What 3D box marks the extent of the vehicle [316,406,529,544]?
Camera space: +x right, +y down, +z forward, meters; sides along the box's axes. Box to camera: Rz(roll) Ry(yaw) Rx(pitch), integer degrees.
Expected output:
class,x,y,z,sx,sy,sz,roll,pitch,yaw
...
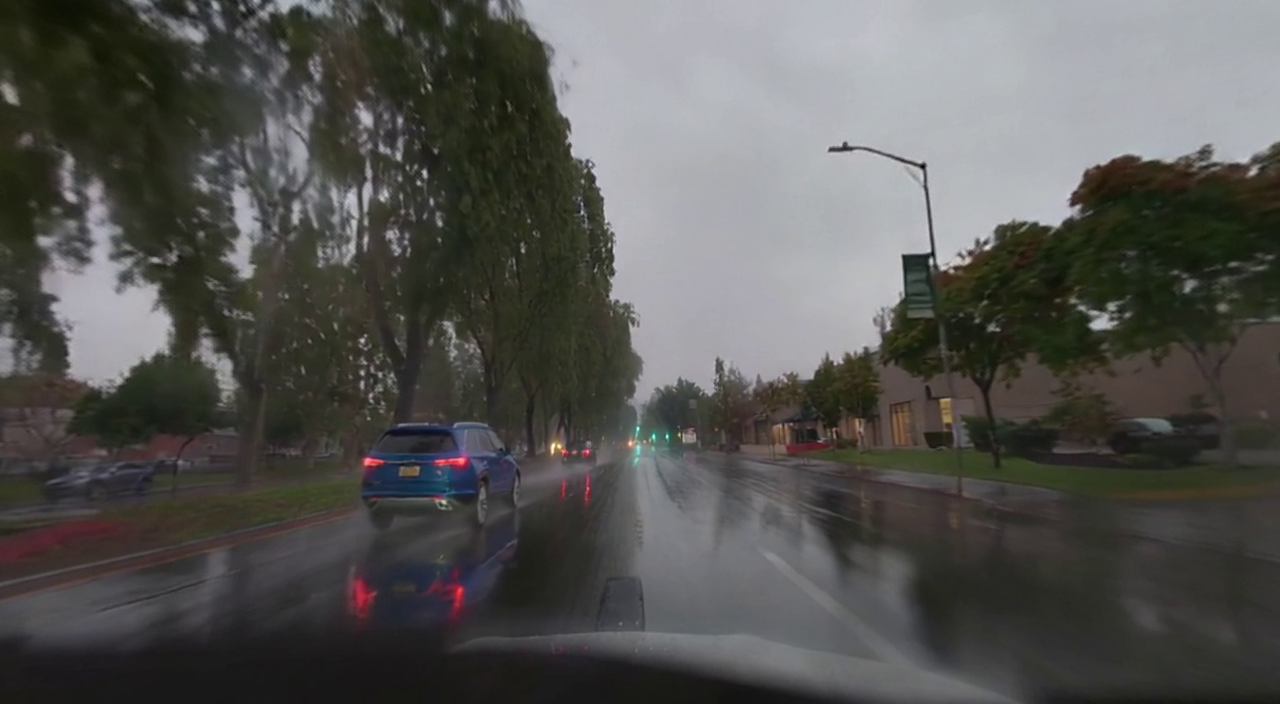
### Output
class,x,y,z,sx,sy,sz,roll,pitch,yaw
vehicle,-3.267,1.944,10.629,2.042,1.817,4.364,0,-8,0

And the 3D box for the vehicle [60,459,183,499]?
class,x,y,z,sx,sy,sz,roll,pitch,yaw
vehicle,-22.768,5.569,28.011,1.741,1.505,4.346,0,-8,0

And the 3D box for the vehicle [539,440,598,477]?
class,x,y,z,sx,sy,sz,roll,pitch,yaw
vehicle,-3.077,4.647,27.969,2.069,1.470,4.601,0,-8,0
